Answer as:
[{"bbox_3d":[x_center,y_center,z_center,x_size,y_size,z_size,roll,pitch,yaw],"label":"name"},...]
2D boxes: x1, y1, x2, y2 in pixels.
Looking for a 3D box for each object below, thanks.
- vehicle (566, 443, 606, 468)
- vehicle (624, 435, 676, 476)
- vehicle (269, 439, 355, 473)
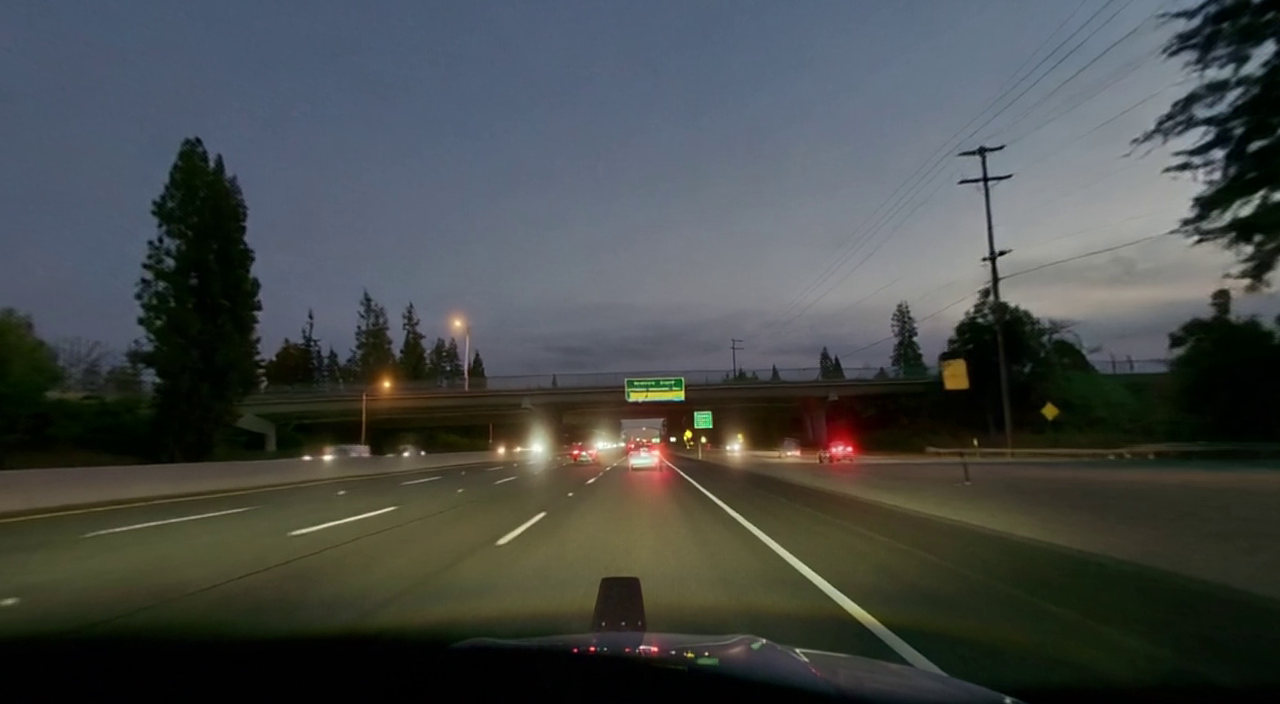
[{"bbox_3d":[-3.350,6.468,39.848,2.056,1.464,4.564,0,-8,1],"label":"vehicle"},{"bbox_3d":[0.415,4.625,28.395,2.152,1.697,4.066,0,-8,0],"label":"vehicle"},{"bbox_3d":[-20.707,6.571,40.197,2.228,1.965,5.911,0,-8,1],"label":"vehicle"}]
